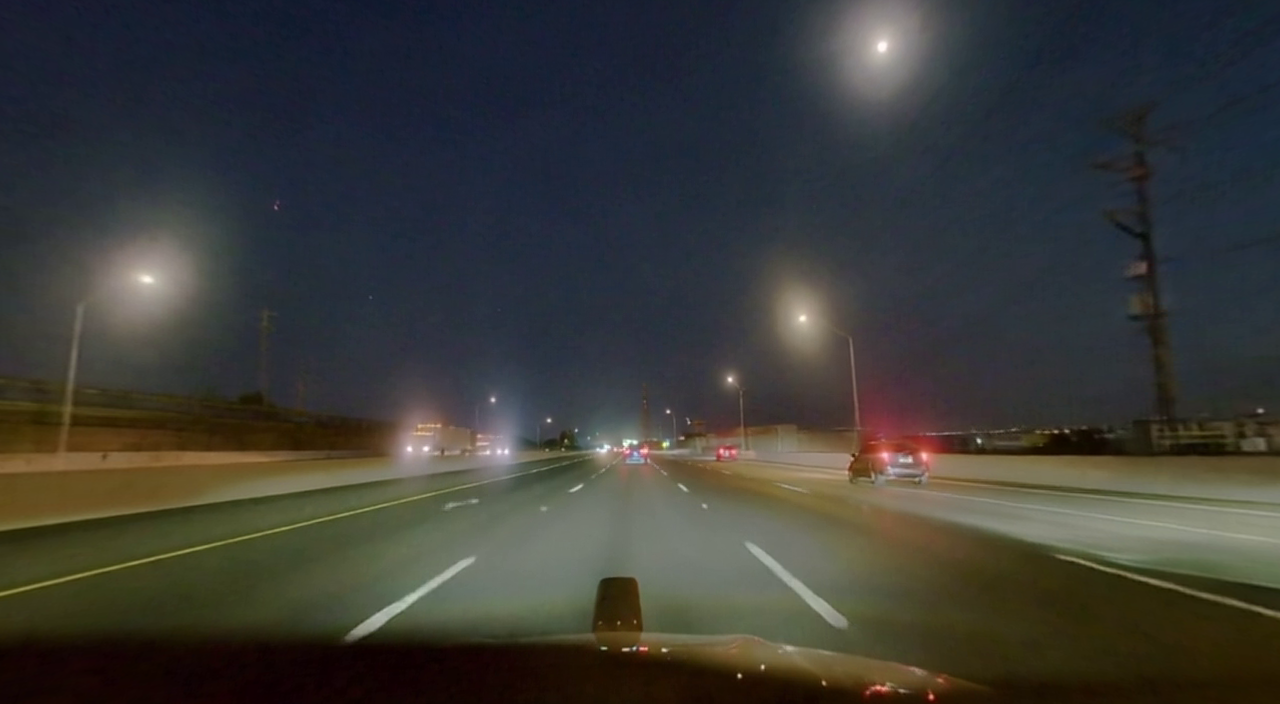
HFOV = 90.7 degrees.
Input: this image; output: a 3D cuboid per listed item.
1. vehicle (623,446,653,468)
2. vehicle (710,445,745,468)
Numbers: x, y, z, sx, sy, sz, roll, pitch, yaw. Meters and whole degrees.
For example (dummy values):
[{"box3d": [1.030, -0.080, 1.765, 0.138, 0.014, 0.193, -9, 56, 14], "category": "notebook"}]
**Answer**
[{"box3d": [-0.181, 7.540, 45.536, 2.109, 1.489, 4.027, 0, -8, -1], "category": "vehicle"}, {"box3d": [6.800, 8.154, 49.714, 2.005, 1.687, 4.259, 0, -8, -1], "category": "vehicle"}]
